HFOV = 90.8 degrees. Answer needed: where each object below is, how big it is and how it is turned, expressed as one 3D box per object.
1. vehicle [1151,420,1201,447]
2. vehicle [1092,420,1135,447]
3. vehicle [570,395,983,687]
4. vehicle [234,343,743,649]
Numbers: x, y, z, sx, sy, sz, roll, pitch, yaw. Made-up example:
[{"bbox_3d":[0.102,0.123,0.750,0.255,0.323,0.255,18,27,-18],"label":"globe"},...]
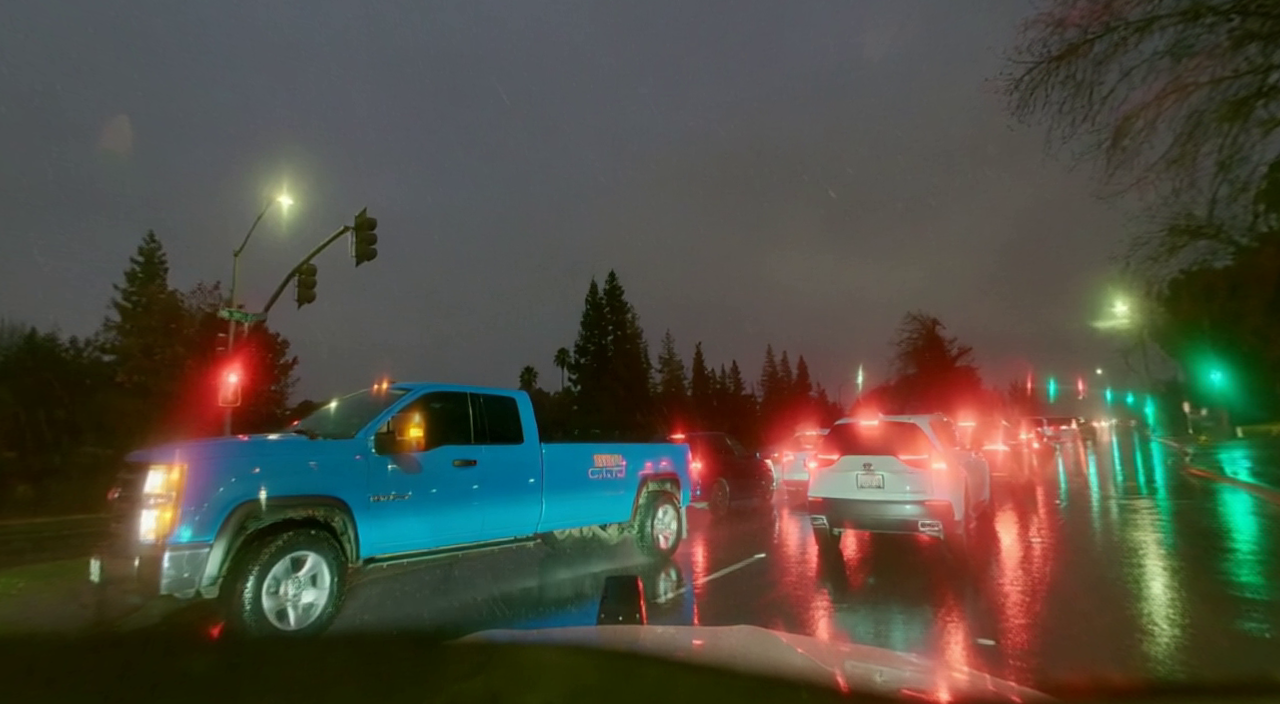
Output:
[{"bbox_3d":[35.739,5.485,42.206,2.183,1.714,4.491,-6,-11,37],"label":"vehicle"},{"bbox_3d":[32.768,5.677,43.737,2.160,1.790,4.303,-6,-10,35],"label":"vehicle"},{"bbox_3d":[1.711,1.383,5.981,2.027,1.549,4.801,-6,-10,35],"label":"vehicle"},{"bbox_3d":[-0.881,1.408,7.466,2.272,2.016,6.146,-4,-9,27],"label":"vehicle"}]
